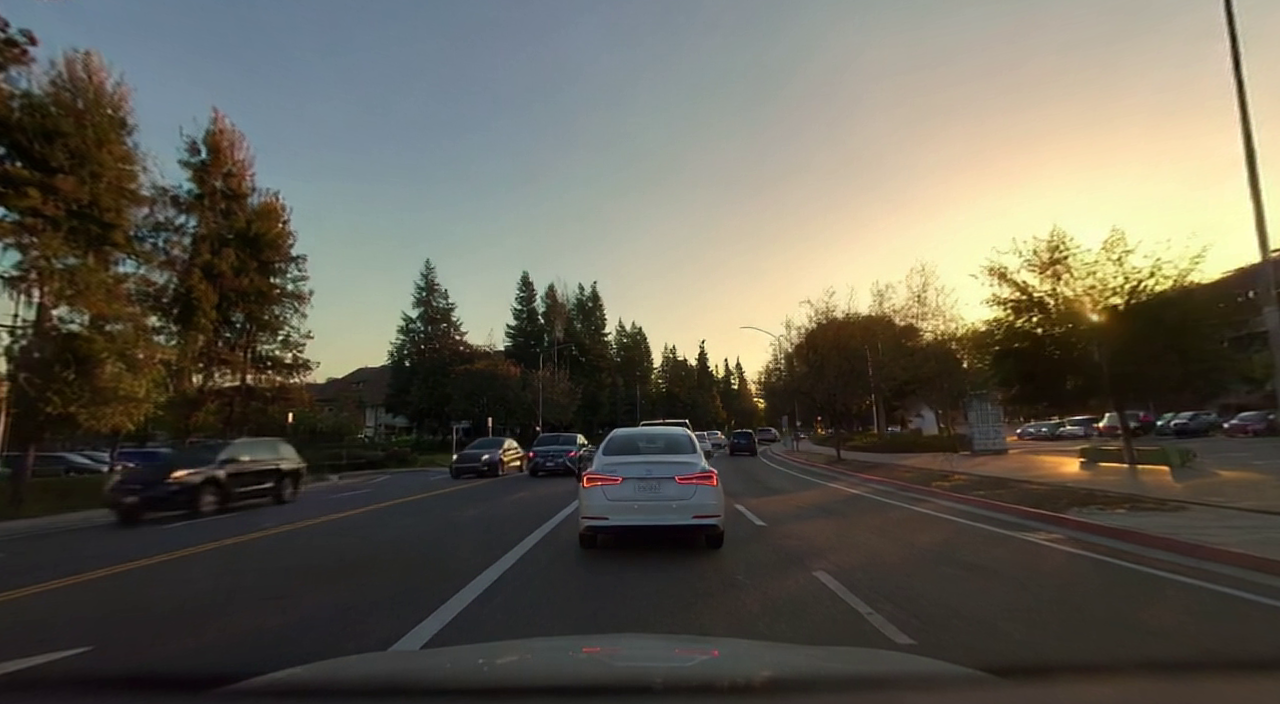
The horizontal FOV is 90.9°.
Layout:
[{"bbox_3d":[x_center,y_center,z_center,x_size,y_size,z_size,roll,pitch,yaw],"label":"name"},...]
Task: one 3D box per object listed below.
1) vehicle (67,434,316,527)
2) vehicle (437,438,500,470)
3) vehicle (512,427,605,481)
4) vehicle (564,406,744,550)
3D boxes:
[{"bbox_3d":[-10.030,2.869,14.796,2.039,1.769,4.911,-1,-8,3],"label":"vehicle"},{"bbox_3d":[-9.791,5.854,36.409,2.005,1.701,4.355,-1,-8,6],"label":"vehicle"},{"bbox_3d":[-2.868,3.771,23.568,2.057,1.786,4.725,-2,-8,11],"label":"vehicle"},{"bbox_3d":[0.176,1.818,9.726,2.154,1.710,4.128,-1,-8,0],"label":"vehicle"}]
